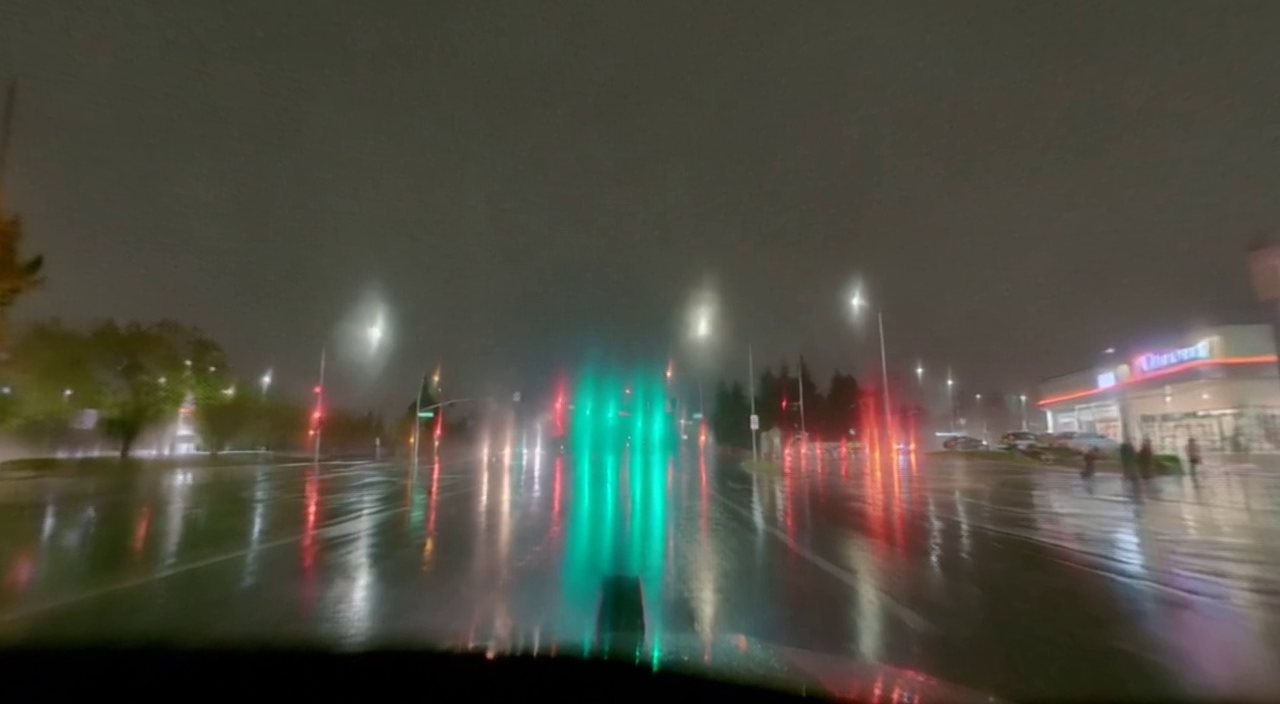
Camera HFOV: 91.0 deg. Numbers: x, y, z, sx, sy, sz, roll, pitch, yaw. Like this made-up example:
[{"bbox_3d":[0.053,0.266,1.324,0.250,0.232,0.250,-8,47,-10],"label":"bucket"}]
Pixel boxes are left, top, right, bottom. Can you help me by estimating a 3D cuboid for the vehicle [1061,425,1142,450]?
[{"bbox_3d":[31.675,5.883,43.306,4.051,1.611,1.944,1,-8,-2],"label":"vehicle"}]
